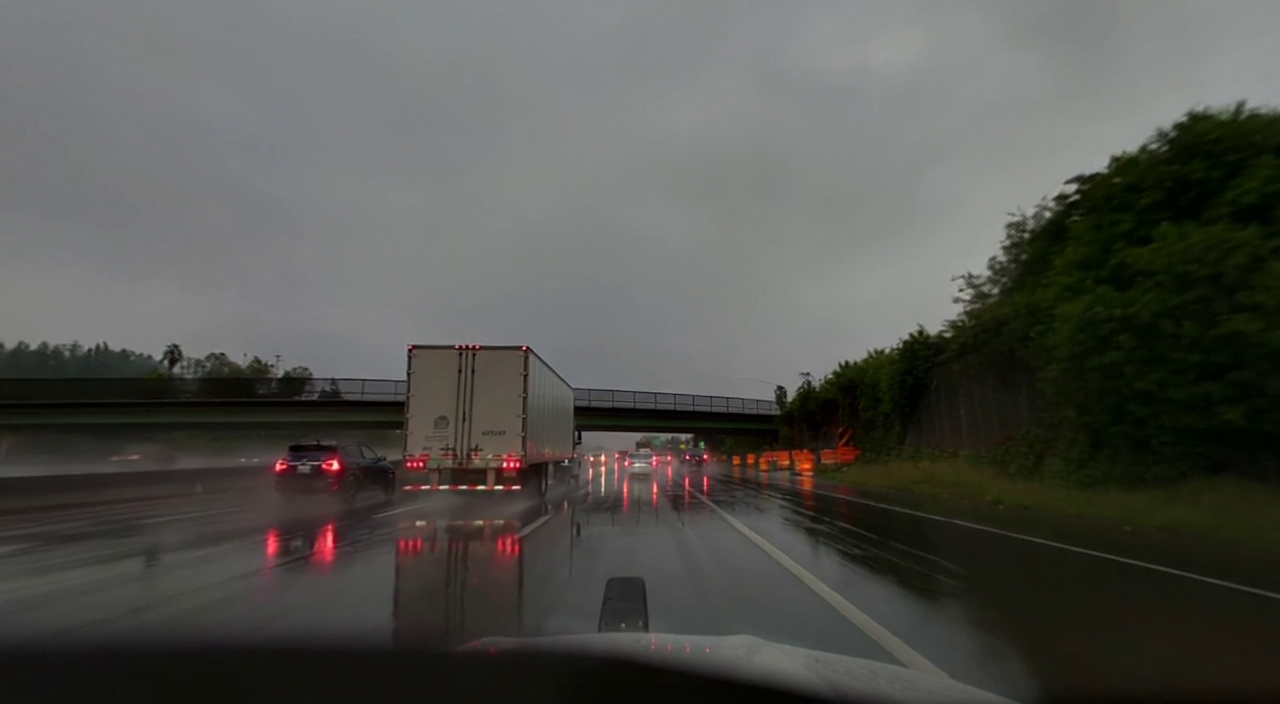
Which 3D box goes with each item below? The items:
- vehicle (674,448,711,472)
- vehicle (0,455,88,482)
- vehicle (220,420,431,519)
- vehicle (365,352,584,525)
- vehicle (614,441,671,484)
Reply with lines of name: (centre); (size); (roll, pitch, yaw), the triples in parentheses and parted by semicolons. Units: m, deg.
vehicle: (3.481, 7.211, 42.421); (2.003, 1.465, 4.092); (0, -8, -2)
vehicle: (-45.314, 8.786, 47.784); (2.114, 1.860, 5.237); (0, -8, 0)
vehicle: (-7.493, 2.870, 16.081); (2.309, 2.007, 5.974); (0, -8, 0)
vehicle: (-3.631, 2.434, 17.580); (3.075, 3.276, 11.073); (0, -8, 0)
vehicle: (0.035, 4.704, 27.201); (2.270, 1.696, 4.061); (0, -8, -2)
